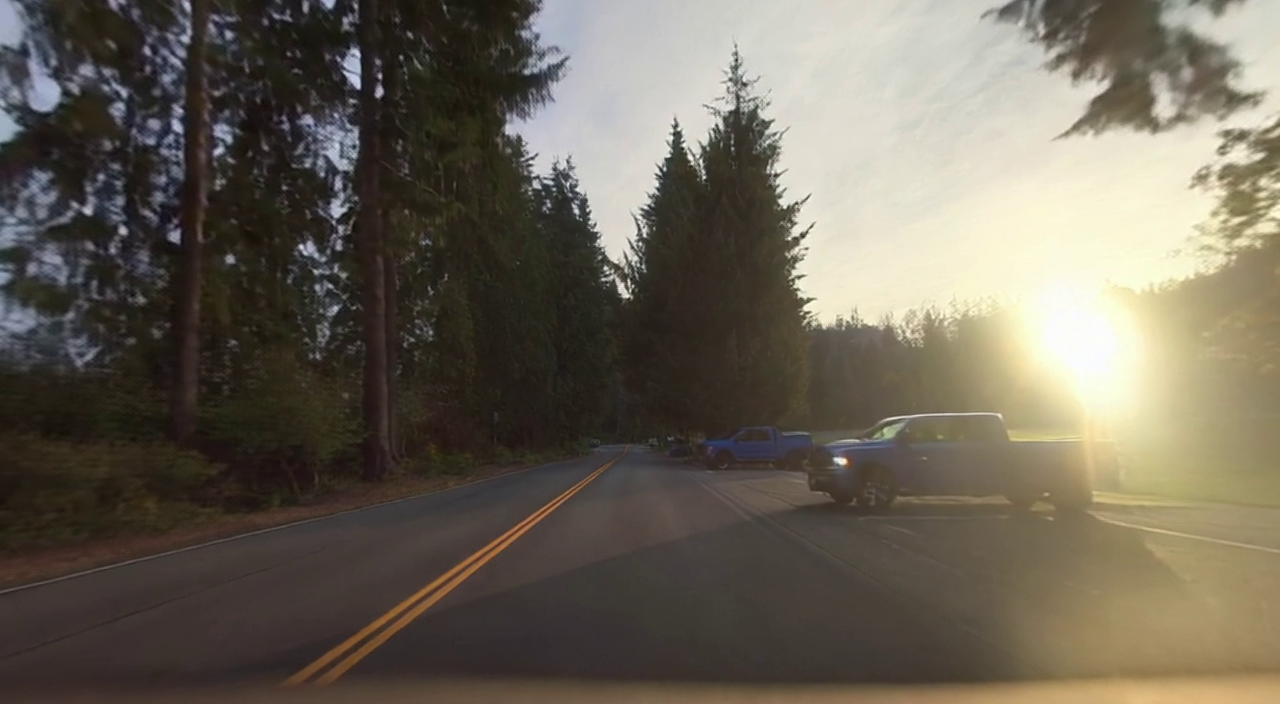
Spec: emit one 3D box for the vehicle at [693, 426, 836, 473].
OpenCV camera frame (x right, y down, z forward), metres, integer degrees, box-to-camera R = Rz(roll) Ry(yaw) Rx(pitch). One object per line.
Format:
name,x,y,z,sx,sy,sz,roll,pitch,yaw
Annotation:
vehicle,6.227,4.980,32.369,6.645,2.298,2.763,0,-9,-3

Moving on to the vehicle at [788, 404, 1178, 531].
vehicle,6.003,2.104,11.818,5.797,2.070,2.502,0,-8,-1
